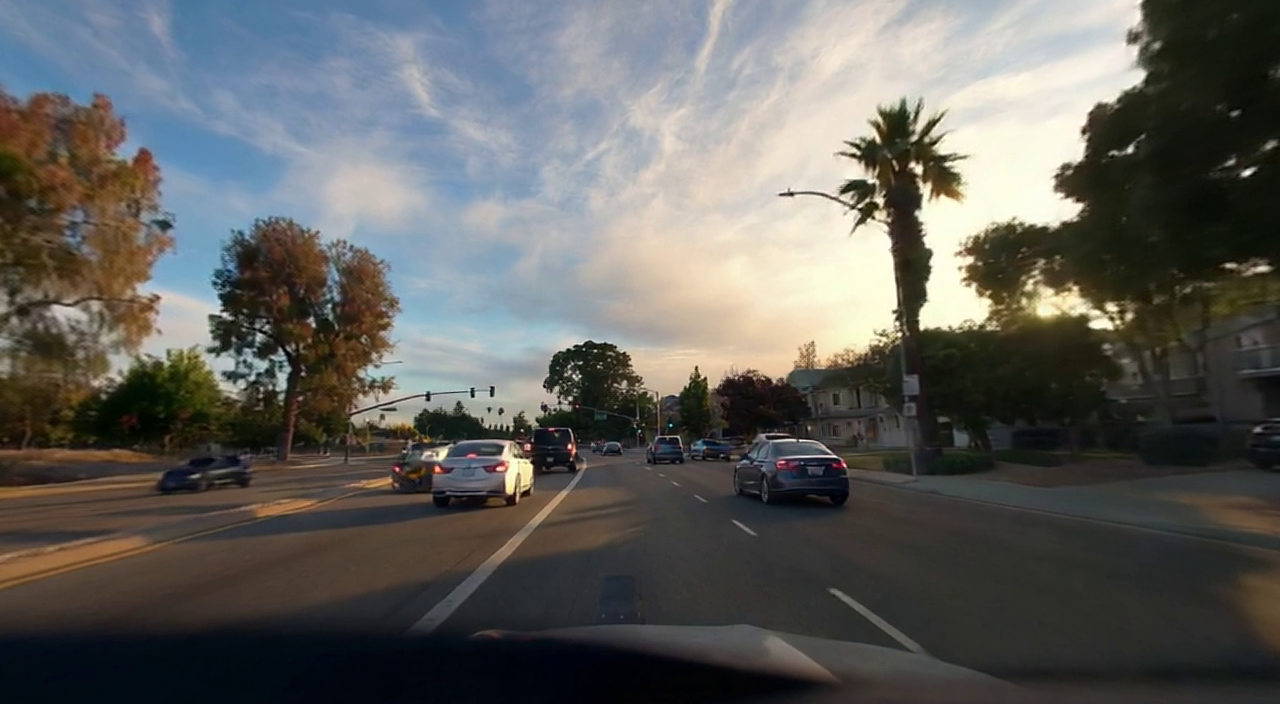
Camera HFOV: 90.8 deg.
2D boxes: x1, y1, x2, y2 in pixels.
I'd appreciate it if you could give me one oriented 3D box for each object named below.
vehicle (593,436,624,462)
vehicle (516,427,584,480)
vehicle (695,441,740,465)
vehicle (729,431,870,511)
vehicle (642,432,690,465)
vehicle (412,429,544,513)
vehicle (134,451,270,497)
[{"bbox_3d":[-2.470,7.439,48.385,2.164,1.867,4.254,1,-9,-6],"label":"vehicle"},{"bbox_3d":[-3.625,4.245,26.701,2.354,1.948,6.355,0,-9,-4],"label":"vehicle"},{"bbox_3d":[5.101,6.758,42.360,1.989,1.459,4.700,1,-9,-6],"label":"vehicle"},{"bbox_3d":[3.313,2.555,14.007,1.870,1.491,4.009,0,-9,-3],"label":"vehicle"},{"bbox_3d":[1.582,6.230,40.758,2.391,1.960,5.600,1,-9,-5],"label":"vehicle"},{"bbox_3d":[-3.383,2.563,14.060,1.922,1.577,4.140,0,-9,-2],"label":"vehicle"},{"bbox_3d":[-15.600,4.324,22.851,2.004,1.465,4.300,0,-9,-3],"label":"vehicle"}]
